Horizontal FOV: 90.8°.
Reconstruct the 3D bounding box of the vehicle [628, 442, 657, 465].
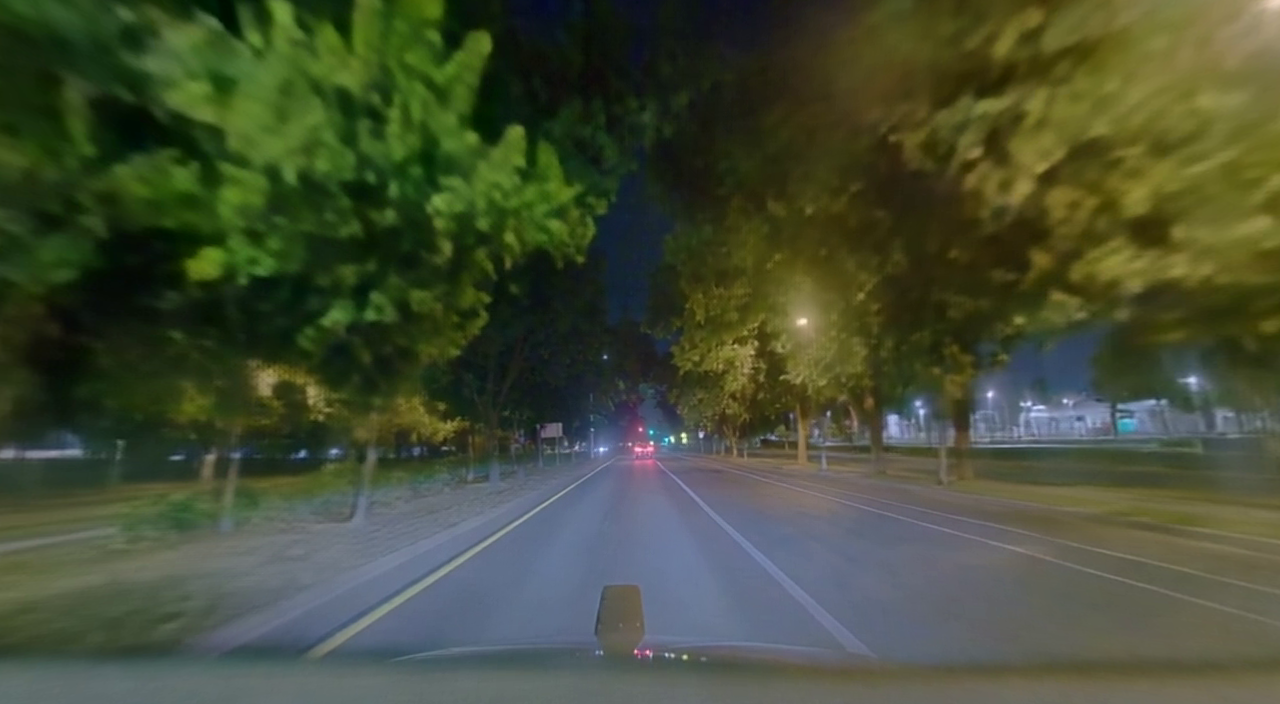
[{"bbox_3d":[0.172,7.619,47.636,2.048,1.584,4.393,0,-8,0],"label":"vehicle"}]
